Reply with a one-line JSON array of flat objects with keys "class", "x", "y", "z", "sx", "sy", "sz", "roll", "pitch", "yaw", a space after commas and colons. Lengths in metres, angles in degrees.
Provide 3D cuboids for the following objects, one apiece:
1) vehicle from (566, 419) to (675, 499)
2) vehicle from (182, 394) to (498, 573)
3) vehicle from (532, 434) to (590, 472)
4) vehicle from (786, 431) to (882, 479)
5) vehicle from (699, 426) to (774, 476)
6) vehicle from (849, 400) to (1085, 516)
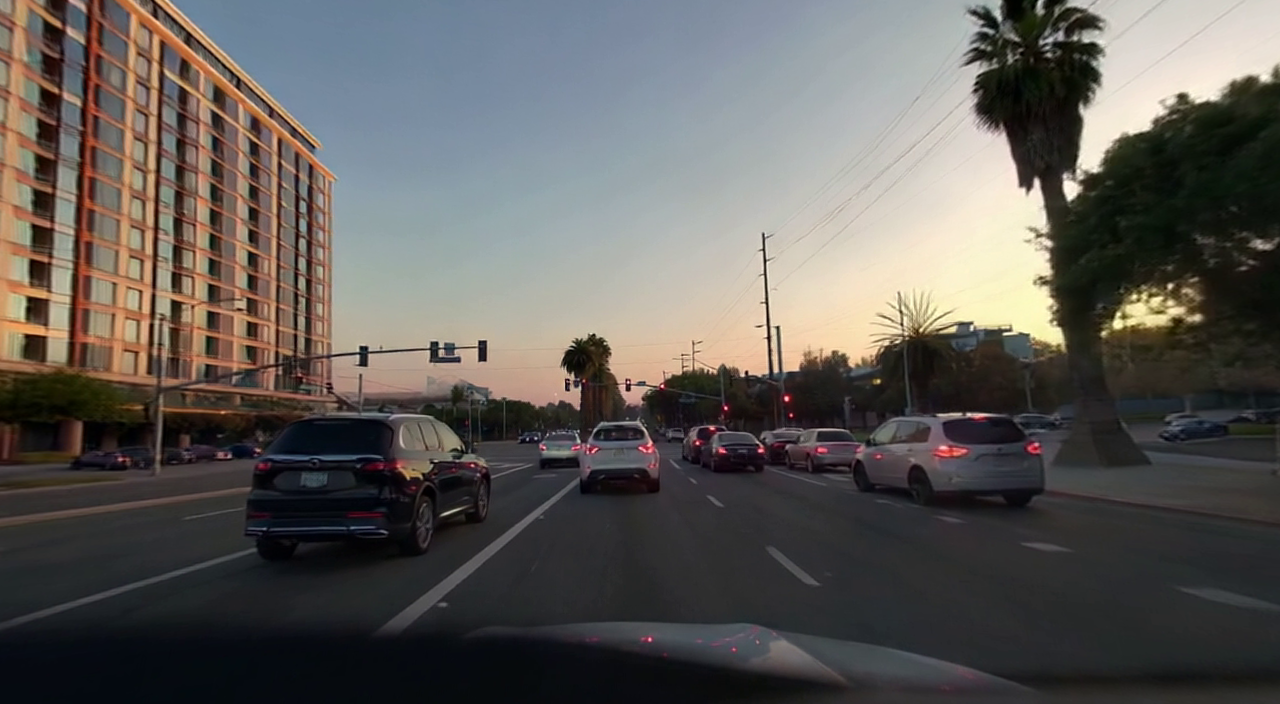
[{"class": "vehicle", "x": -0.454, "y": 2.581, "z": 15.587, "sx": 2.302, "sy": 1.681, "sz": 4.217, "roll": 0, "pitch": -8, "yaw": -1}, {"class": "vehicle", "x": -3.505, "y": 1.637, "z": 8.599, "sx": 2.136, "sy": 1.779, "sz": 4.417, "roll": 0, "pitch": -8, "yaw": 0}, {"class": "vehicle", "x": -3.285, "y": 4.306, "z": 27.054, "sx": 1.973, "sy": 1.504, "sz": 3.895, "roll": 0, "pitch": -8, "yaw": 0}, {"class": "vehicle", "x": 6.490, "y": 3.498, "z": 21.673, "sx": 1.764, "sy": 1.451, "sz": 4.300, "roll": 0, "pitch": -8, "yaw": -2}, {"class": "vehicle", "x": 3.304, "y": 3.499, "z": 22.476, "sx": 1.975, "sy": 1.598, "sz": 4.025, "roll": 0, "pitch": -8, "yaw": -1}, {"class": "vehicle", "x": 6.507, "y": 2.212, "z": 13.561, "sx": 2.130, "sy": 1.979, "sz": 5.310, "roll": 0, "pitch": -8, "yaw": -1}]
